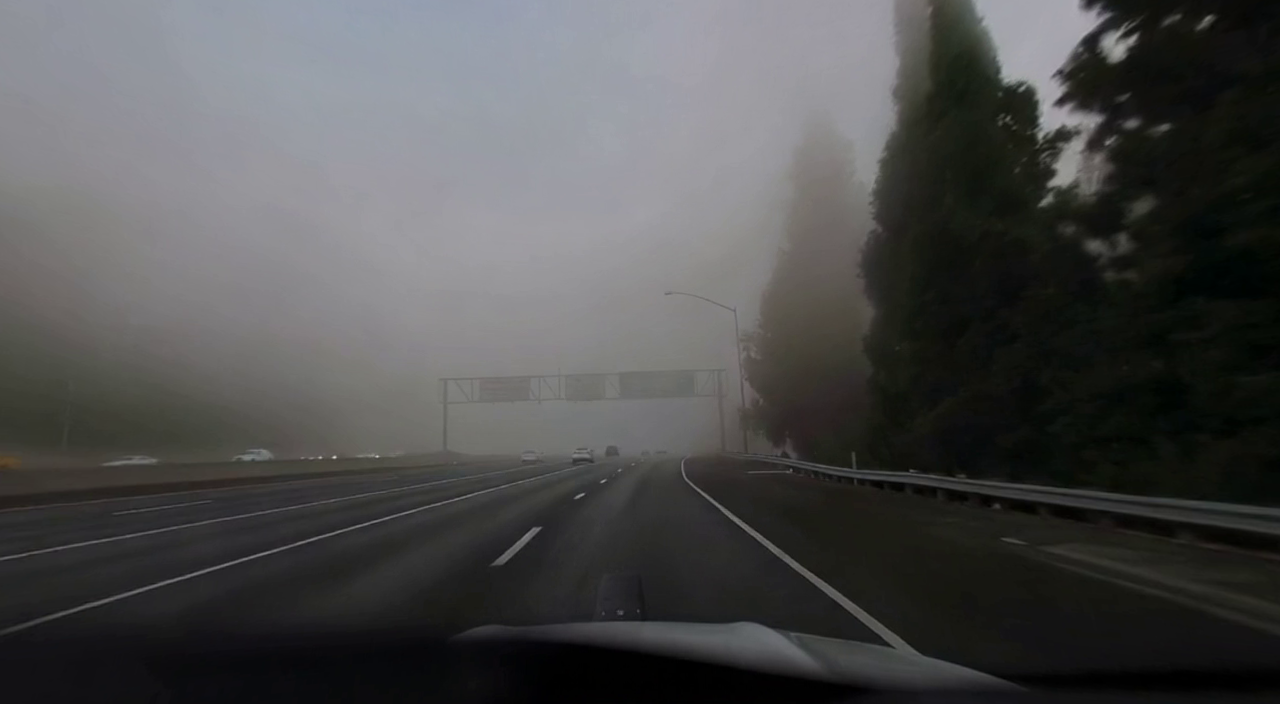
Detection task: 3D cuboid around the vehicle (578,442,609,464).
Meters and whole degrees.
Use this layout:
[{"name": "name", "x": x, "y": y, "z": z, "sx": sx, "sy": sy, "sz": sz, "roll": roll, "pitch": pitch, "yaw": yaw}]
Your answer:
[{"name": "vehicle", "x": -3.451, "y": 7.627, "z": 47.730, "sx": 2.271, "sy": 1.537, "sz": 4.029, "roll": 0, "pitch": -9, "yaw": -3}]
